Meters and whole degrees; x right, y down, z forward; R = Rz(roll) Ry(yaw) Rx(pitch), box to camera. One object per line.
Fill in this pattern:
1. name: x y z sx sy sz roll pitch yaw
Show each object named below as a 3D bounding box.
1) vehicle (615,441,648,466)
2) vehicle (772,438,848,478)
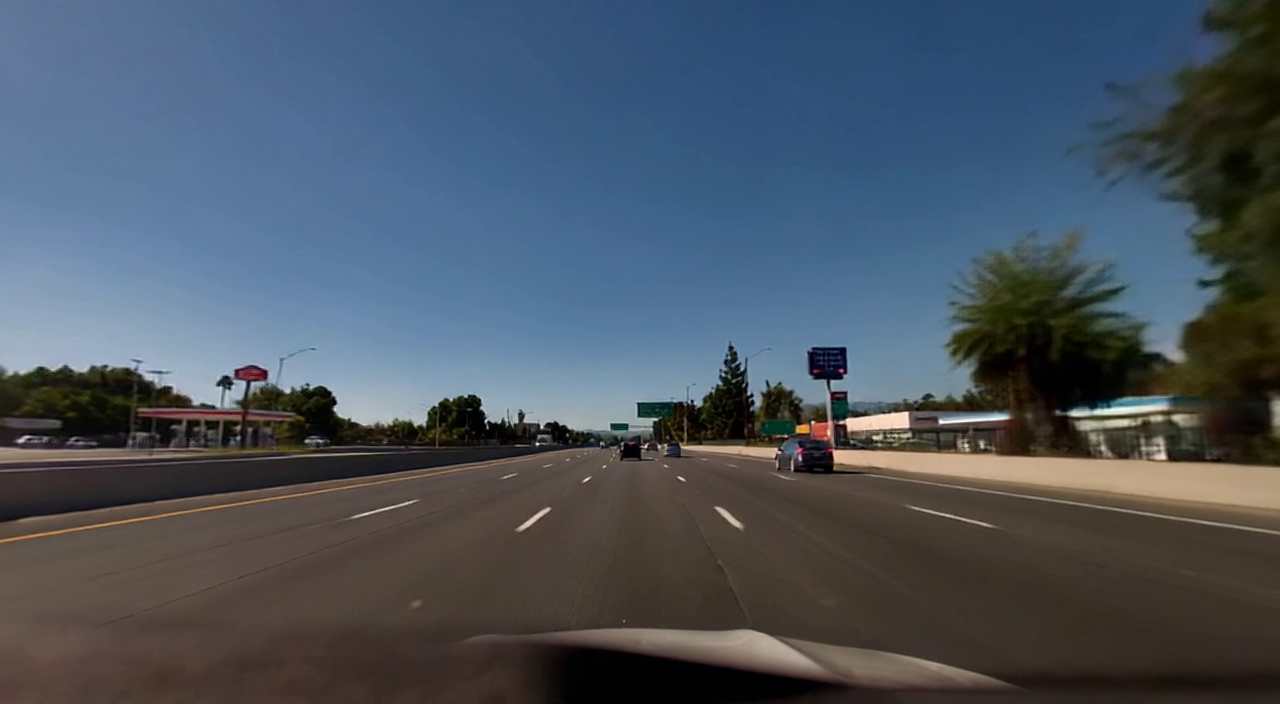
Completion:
1. vehicle: -0.564 6.373 39.841 1.999 1.473 4.351 0 -8 -1
2. vehicle: 6.692 4.218 25.336 1.867 1.463 4.295 0 -8 0
